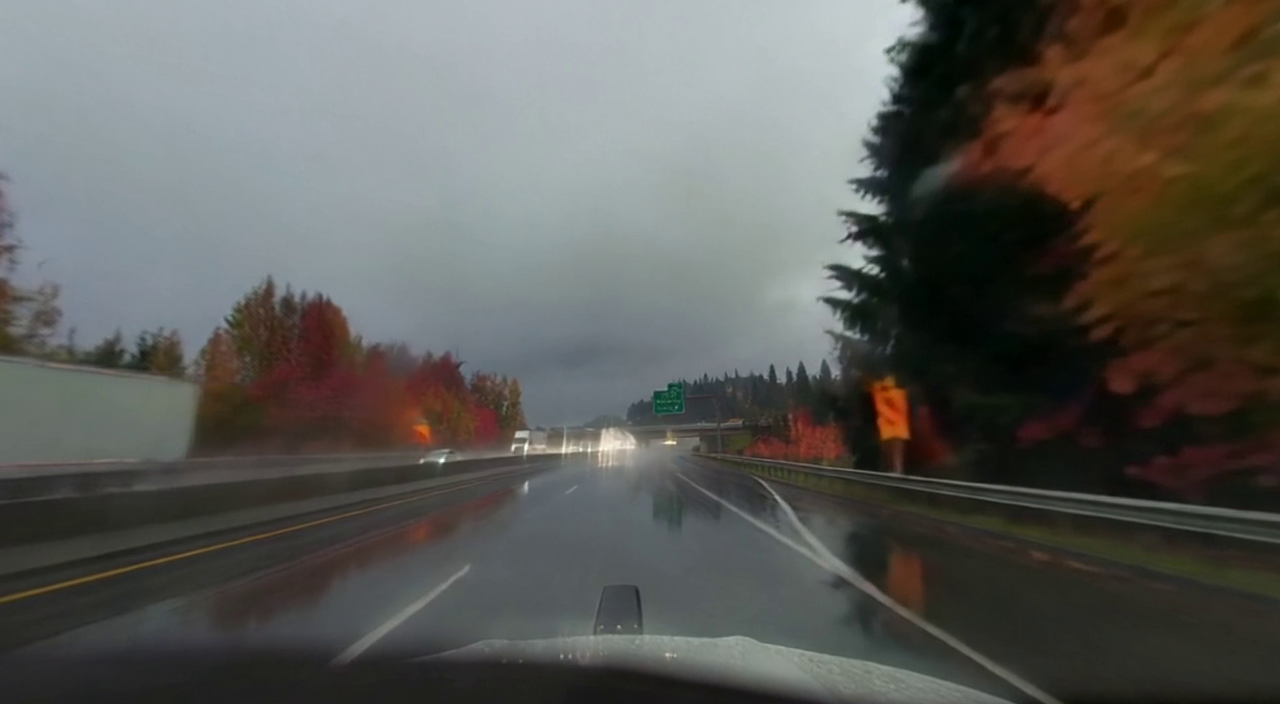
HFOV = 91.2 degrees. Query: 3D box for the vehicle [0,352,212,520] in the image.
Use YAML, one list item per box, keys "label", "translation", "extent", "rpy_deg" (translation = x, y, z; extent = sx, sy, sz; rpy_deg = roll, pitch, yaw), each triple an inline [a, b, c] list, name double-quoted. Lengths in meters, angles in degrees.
- label: "vehicle"
  translation: [-17.010, 2.554, 18.457]
  extent: [2.926, 4.018, 8.294]
  rpy_deg: [0, -9, -1]
